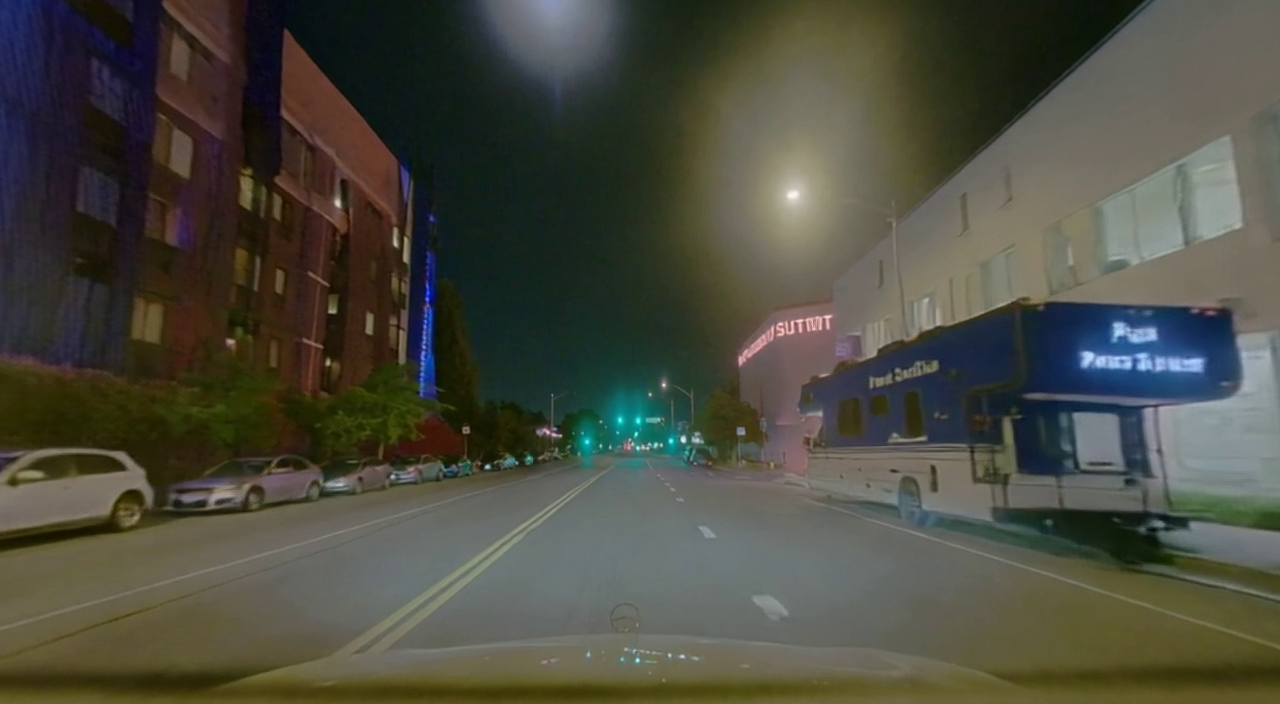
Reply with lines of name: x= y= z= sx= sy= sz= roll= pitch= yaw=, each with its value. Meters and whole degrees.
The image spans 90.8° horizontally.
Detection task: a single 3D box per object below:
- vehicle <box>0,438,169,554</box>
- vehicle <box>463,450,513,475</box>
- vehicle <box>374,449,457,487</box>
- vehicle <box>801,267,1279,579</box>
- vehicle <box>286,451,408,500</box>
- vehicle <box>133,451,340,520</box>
vehicle: x=-9.998 y=2.113 z=9.559 sx=2.276 sy=1.597 sz=4.421 roll=0 pitch=-9 yaw=0
vehicle: x=-10.133 y=7.373 z=42.530 sx=1.995 sy=1.564 sz=5.321 roll=0 pitch=-8 yaw=0
vehicle: x=-10.037 y=5.198 z=28.662 sx=1.918 sy=1.535 sz=4.834 roll=0 pitch=-8 yaw=1
vehicle: x=6.057 y=1.460 z=11.954 sx=3.102 sy=3.473 sz=9.734 roll=0 pitch=-8 yaw=-2
vehicle: x=-10.040 y=4.240 z=22.188 sx=1.959 sy=1.451 sz=4.990 roll=0 pitch=-8 yaw=-1
vehicle: x=-9.999 y=3.311 z=16.302 sx=2.078 sy=1.427 sz=4.900 roll=0 pitch=-8 yaw=0
